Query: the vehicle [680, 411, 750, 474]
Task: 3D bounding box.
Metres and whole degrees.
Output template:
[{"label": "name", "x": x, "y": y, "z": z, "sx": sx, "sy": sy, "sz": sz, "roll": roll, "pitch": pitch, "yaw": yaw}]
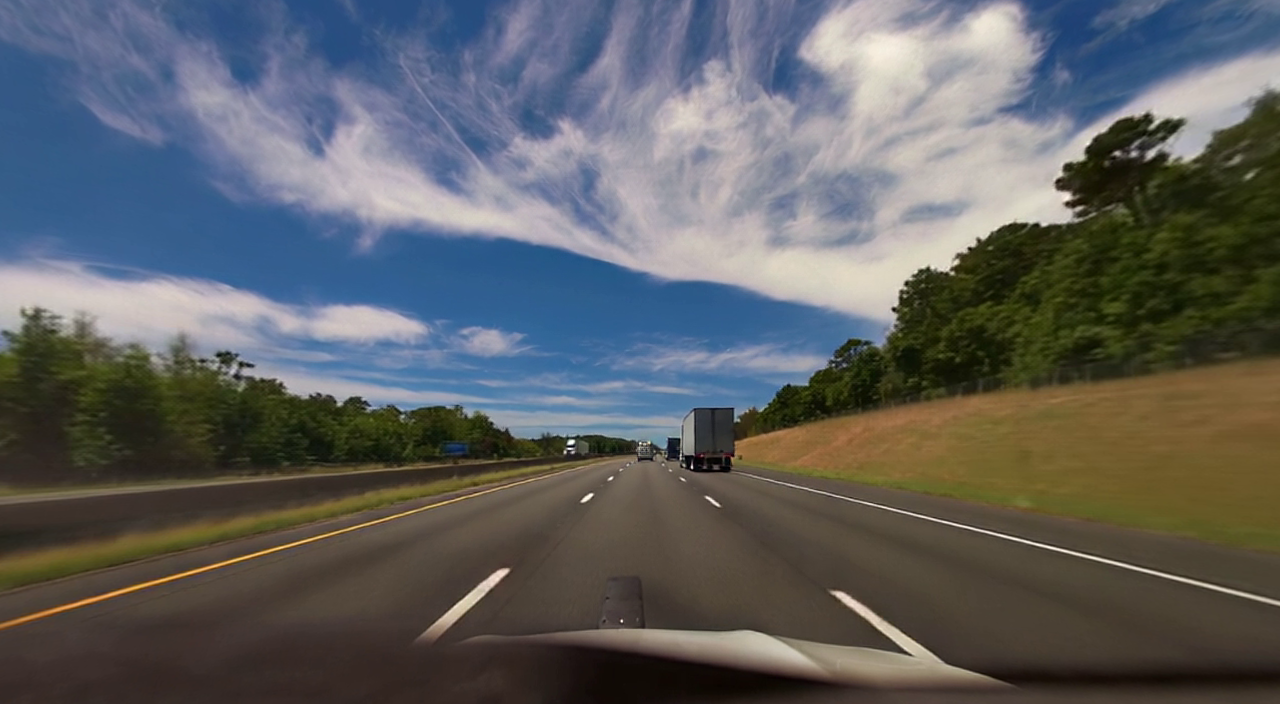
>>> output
[{"label": "vehicle", "x": 4.327, "y": 5.537, "z": 38.372, "sx": 2.960, "sy": 3.381, "sz": 8.914, "roll": 0, "pitch": -9, "yaw": -1}]
